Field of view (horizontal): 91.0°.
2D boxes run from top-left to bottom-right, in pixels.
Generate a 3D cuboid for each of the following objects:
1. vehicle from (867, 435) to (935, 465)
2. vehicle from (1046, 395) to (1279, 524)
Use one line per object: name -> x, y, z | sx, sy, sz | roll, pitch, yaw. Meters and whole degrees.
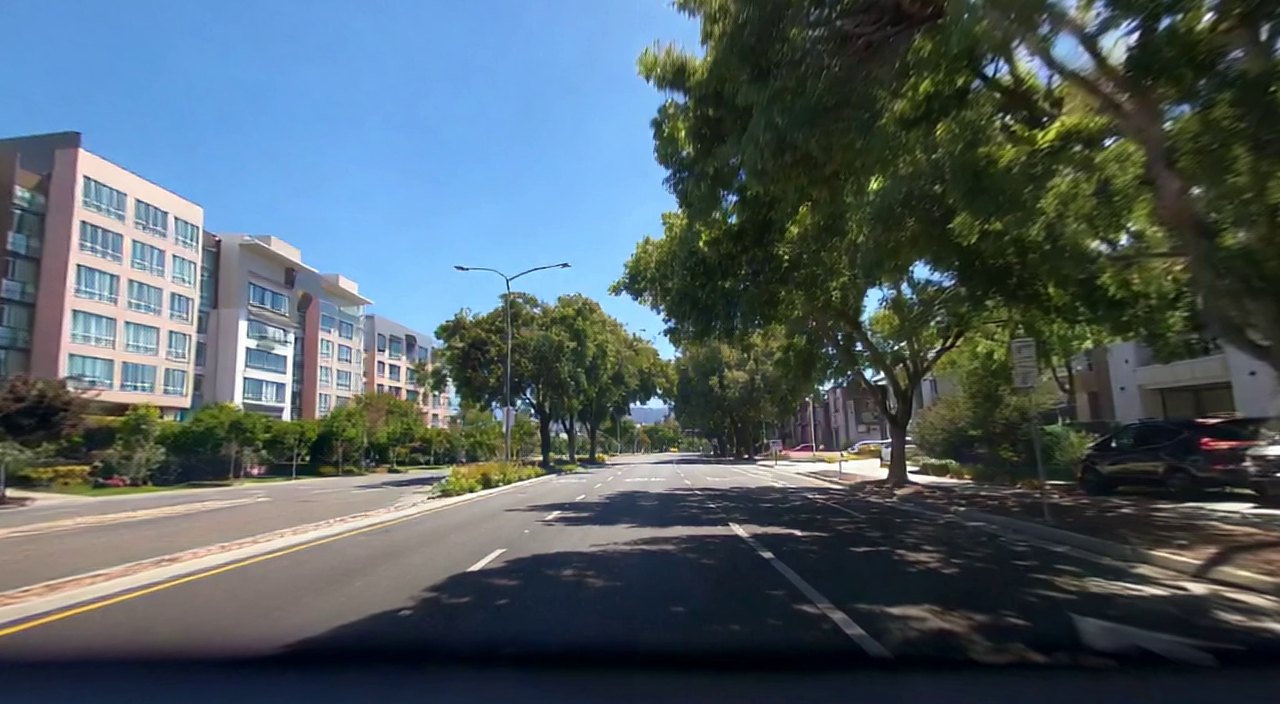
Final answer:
vehicle -> 14.346, 5.431, 34.878 | 1.879, 1.507, 4.836 | 0, -9, 2
vehicle -> 10.057, 1.943, 11.734 | 2.007, 1.895, 4.812 | -1, -9, 5
